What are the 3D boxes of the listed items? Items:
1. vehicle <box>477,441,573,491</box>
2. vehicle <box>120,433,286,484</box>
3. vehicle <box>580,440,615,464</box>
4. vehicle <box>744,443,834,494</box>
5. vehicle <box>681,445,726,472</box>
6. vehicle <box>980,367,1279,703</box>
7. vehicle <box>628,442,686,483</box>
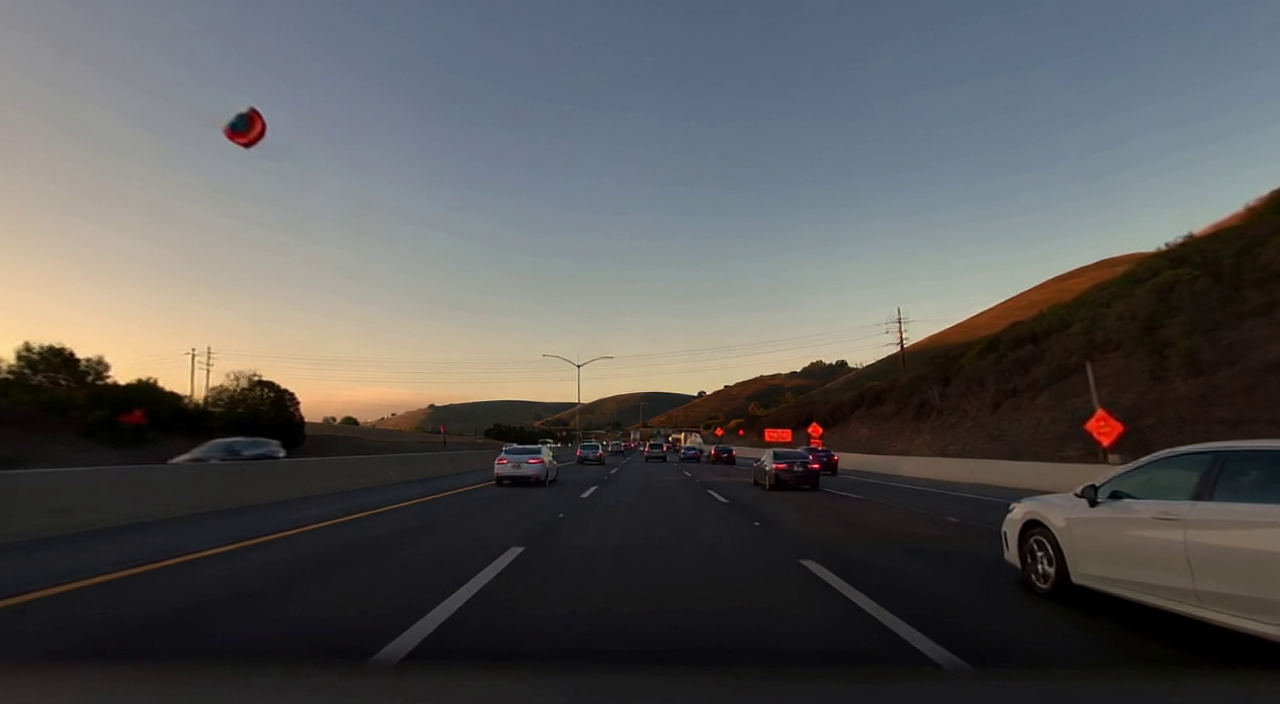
[{"bbox_3d":[-3.604,3.644,20.610,2.232,1.438,4.163,-1,-8,2],"label":"vehicle"},{"bbox_3d":[-14.193,3.484,20.907,2.252,1.507,4.433,0,-8,1],"label":"vehicle"},{"bbox_3d":[-3.117,7.486,47.264,2.234,1.675,4.527,-1,-8,2],"label":"vehicle"},{"bbox_3d":[4.755,3.753,20.766,1.867,1.465,4.093,0,-8,-2],"label":"vehicle"},{"bbox_3d":[3.621,6.173,36.787,2.177,1.453,4.205,0,-8,0],"label":"vehicle"},{"bbox_3d":[3.853,0.915,2.873,2.018,1.670,4.658,0,-8,1],"label":"vehicle"},{"bbox_3d":[0.667,4.427,25.571,2.138,1.473,4.392,0,-8,1],"label":"vehicle"}]
